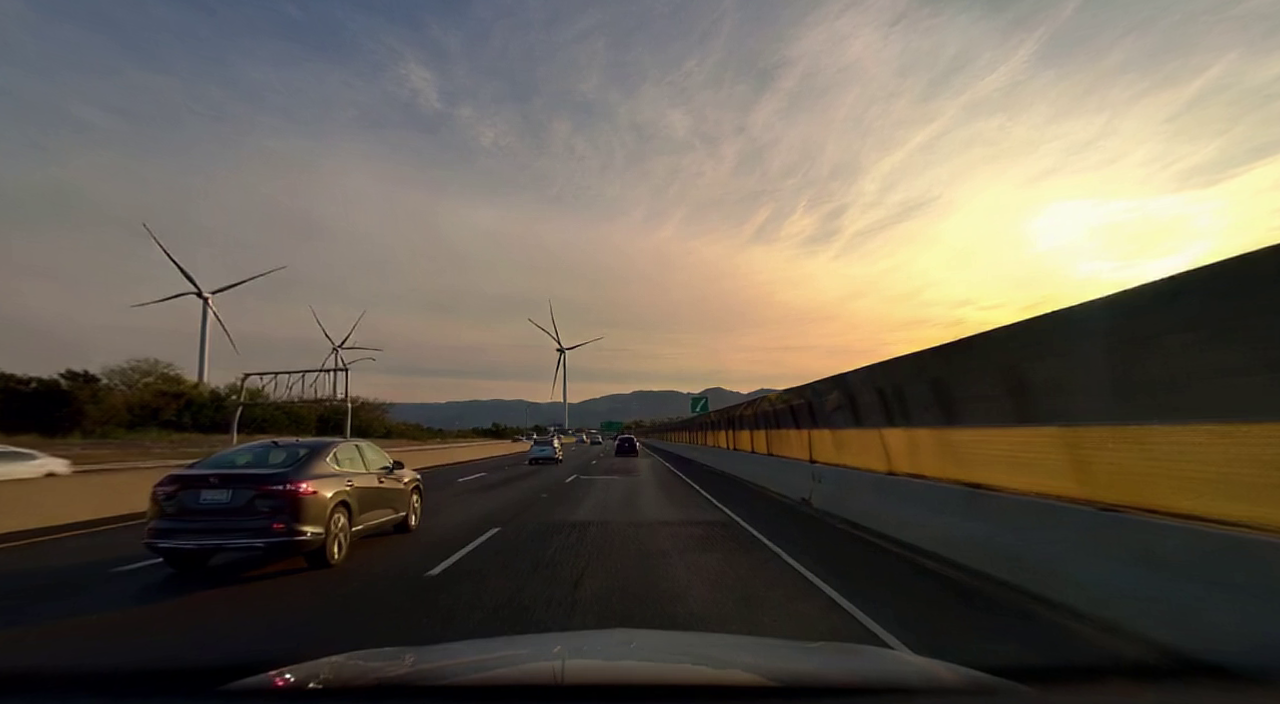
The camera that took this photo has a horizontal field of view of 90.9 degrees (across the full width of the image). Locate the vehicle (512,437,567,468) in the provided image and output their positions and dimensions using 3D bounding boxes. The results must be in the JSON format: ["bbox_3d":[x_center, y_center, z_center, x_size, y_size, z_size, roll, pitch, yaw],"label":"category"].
[{"bbox_3d":[-4.820,4.863,30.779,2.059,1.436,3.802,0,-8,-1],"label":"vehicle"}]

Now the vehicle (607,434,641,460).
[{"bbox_3d":[-0.980,5.878,39.109,2.027,1.550,3.607,0,-8,-1],"label":"vehicle"}]

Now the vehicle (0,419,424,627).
[{"bbox_3d":[-4.151,1.533,6.864,1.998,1.468,4.635,0,-8,-1],"label":"vehicle"}]
